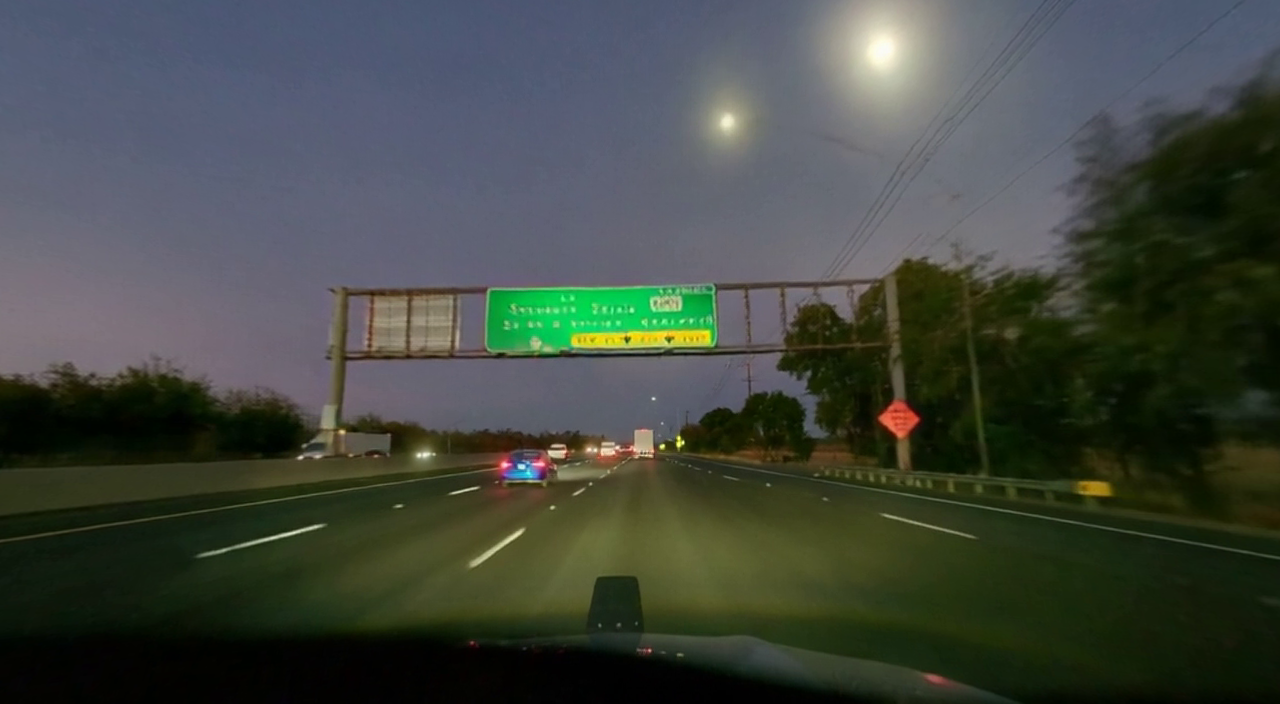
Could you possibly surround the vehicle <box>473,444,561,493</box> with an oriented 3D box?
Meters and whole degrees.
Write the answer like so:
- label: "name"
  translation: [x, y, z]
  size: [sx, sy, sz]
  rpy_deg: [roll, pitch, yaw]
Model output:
- label: "vehicle"
  translation: [-4.154, 4.013, 22.041]
  size: [2.104, 1.501, 4.459]
  rpy_deg: [0, -9, 1]
